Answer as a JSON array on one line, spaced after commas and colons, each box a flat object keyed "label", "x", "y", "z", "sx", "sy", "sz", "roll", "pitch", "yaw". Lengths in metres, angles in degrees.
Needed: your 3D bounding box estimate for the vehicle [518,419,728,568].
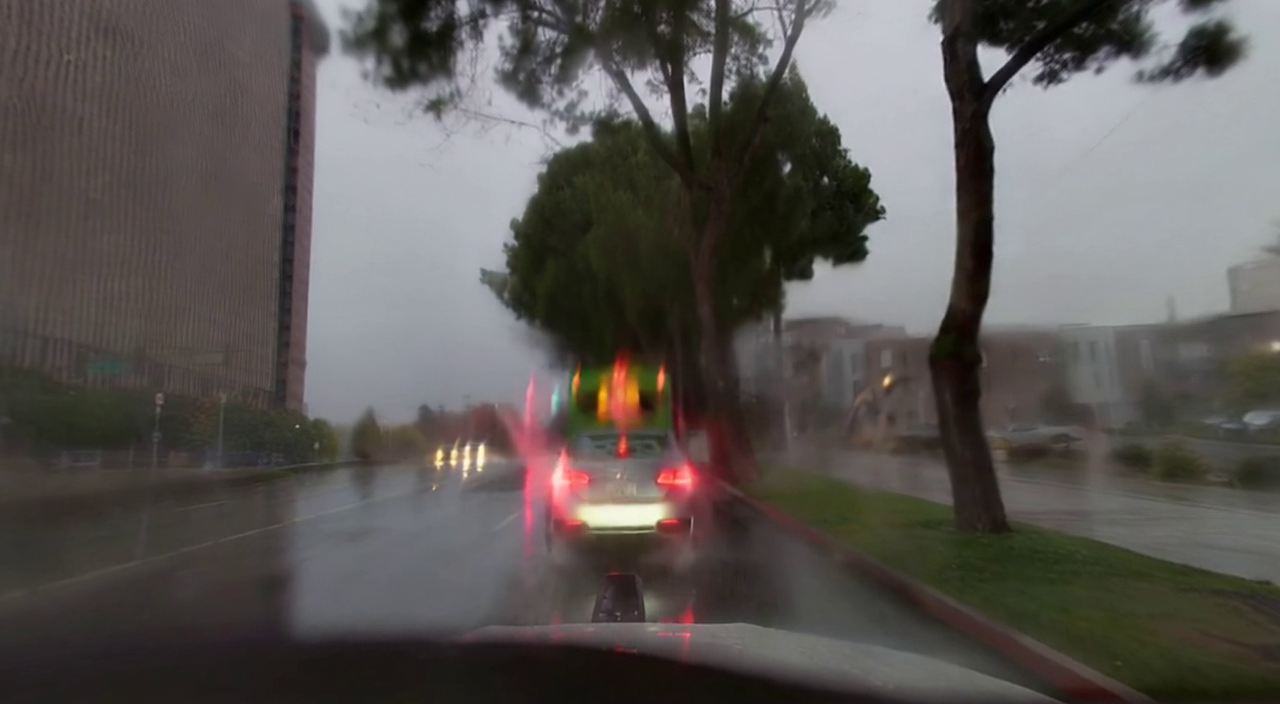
[{"label": "vehicle", "x": -0.215, "y": 1.654, "z": 8.204, "sx": 2.064, "sy": 1.452, "sz": 3.942, "roll": 0, "pitch": -8, "yaw": -2}]
